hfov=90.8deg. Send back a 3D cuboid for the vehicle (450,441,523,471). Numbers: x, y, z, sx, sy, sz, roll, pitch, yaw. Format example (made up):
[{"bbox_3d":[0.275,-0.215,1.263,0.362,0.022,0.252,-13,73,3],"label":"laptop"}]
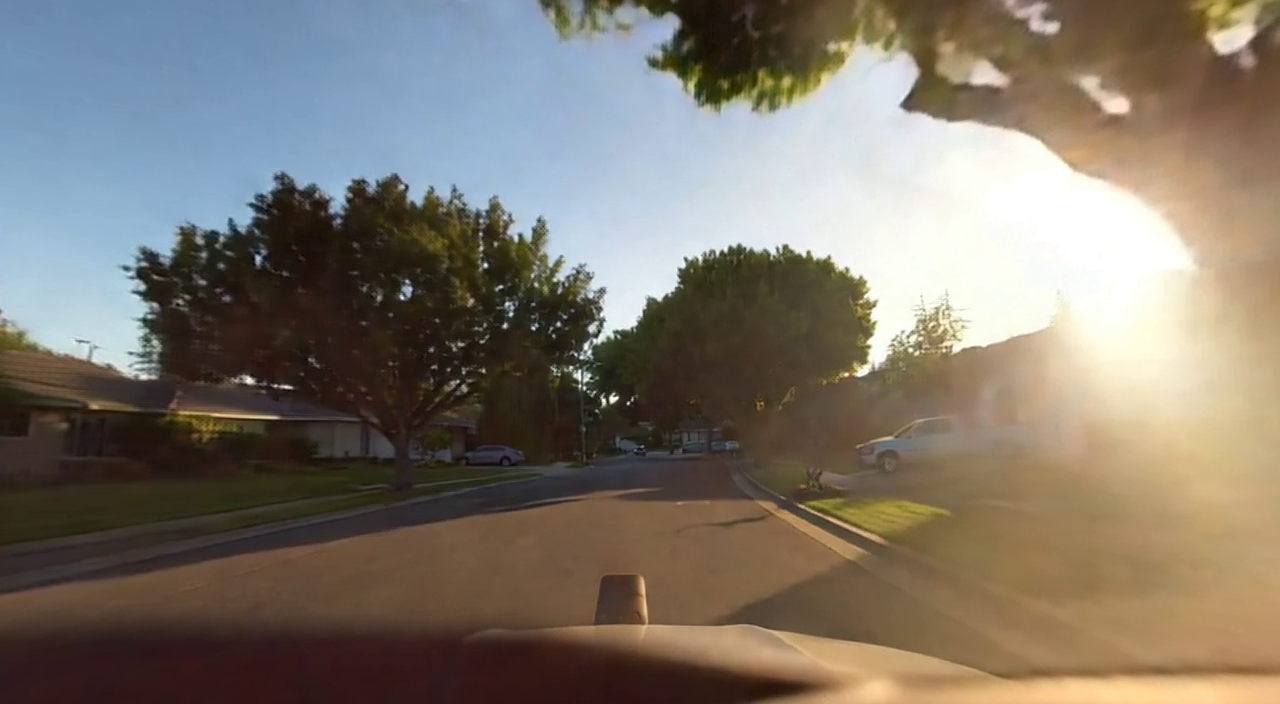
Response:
[{"bbox_3d":[-11.219,7.664,46.603,5.045,1.835,2.315,-2,-9,-11],"label":"vehicle"}]

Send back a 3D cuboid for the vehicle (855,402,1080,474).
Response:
[{"bbox_3d":[10.720,2.906,21.257,6.053,2.240,2.582,-1,-9,5],"label":"vehicle"}]
